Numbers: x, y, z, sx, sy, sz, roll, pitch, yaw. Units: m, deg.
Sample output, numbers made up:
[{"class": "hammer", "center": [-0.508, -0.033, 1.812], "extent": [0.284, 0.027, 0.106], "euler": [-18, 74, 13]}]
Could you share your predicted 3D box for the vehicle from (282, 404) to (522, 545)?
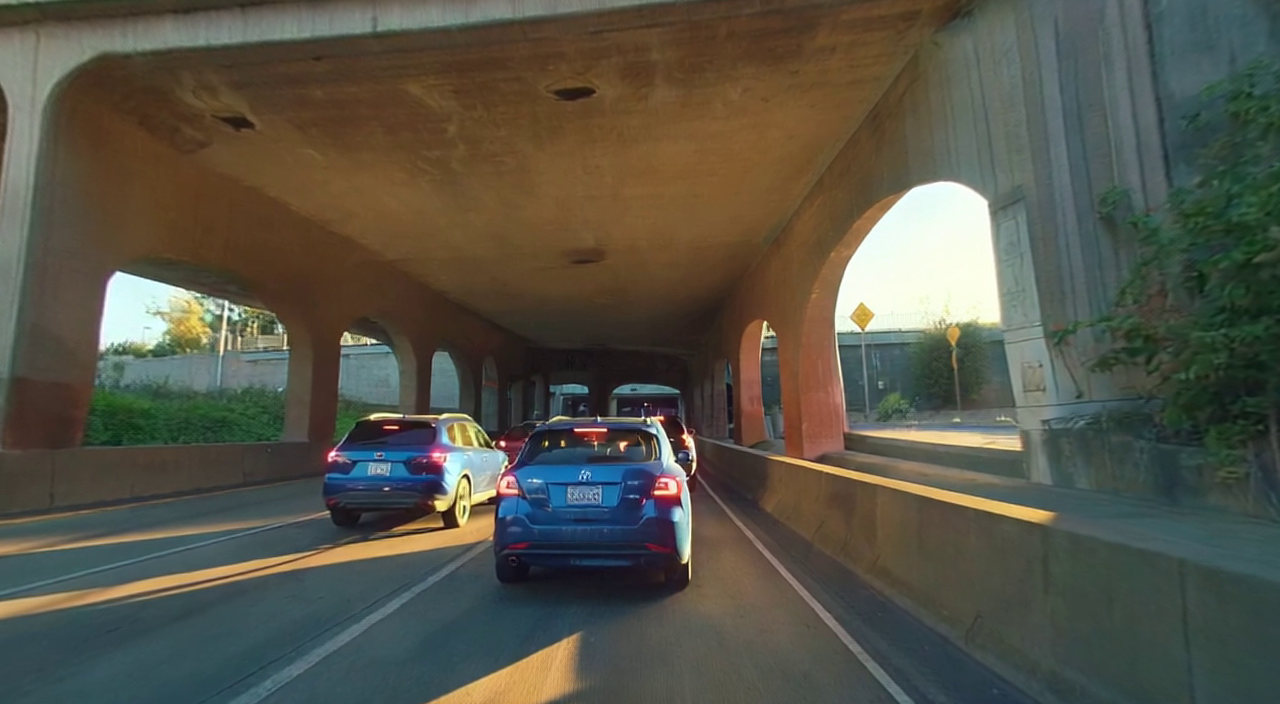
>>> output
[{"class": "vehicle", "center": [-3.451, 1.895, 10.343], "extent": [2.017, 1.761, 4.572], "euler": [0, -8, 2]}]

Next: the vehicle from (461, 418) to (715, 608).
[{"class": "vehicle", "center": [-0.301, 1.579, 7.106], "extent": [2.020, 1.478, 4.092], "euler": [-1, -8, 4]}]
